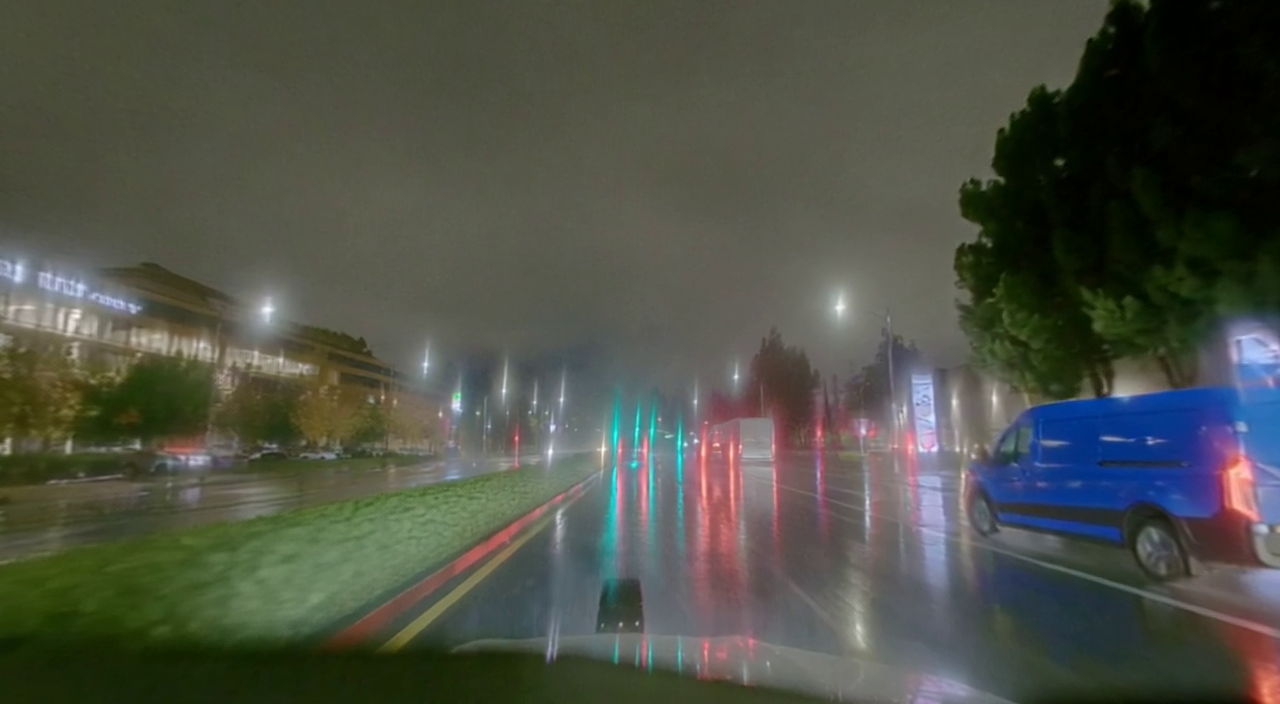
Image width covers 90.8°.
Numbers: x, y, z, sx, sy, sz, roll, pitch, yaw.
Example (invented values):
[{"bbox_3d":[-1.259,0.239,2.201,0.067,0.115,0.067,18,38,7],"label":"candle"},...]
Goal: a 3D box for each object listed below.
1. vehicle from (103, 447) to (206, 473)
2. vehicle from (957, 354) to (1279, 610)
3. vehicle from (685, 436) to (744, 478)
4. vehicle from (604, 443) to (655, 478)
[{"bbox_3d":[-29.742,6.620,38.754,4.761,1.522,1.968,-1,-10,3],"label":"vehicle"},{"bbox_3d":[6.639,1.450,7.744,2.573,2.127,5.568,0,-8,0],"label":"vehicle"},{"bbox_3d":[3.238,4.665,28.235,2.047,1.711,4.265,0,-8,-1],"label":"vehicle"},{"bbox_3d":[-0.465,4.790,28.198,2.095,1.456,3.873,0,-8,-1],"label":"vehicle"}]
